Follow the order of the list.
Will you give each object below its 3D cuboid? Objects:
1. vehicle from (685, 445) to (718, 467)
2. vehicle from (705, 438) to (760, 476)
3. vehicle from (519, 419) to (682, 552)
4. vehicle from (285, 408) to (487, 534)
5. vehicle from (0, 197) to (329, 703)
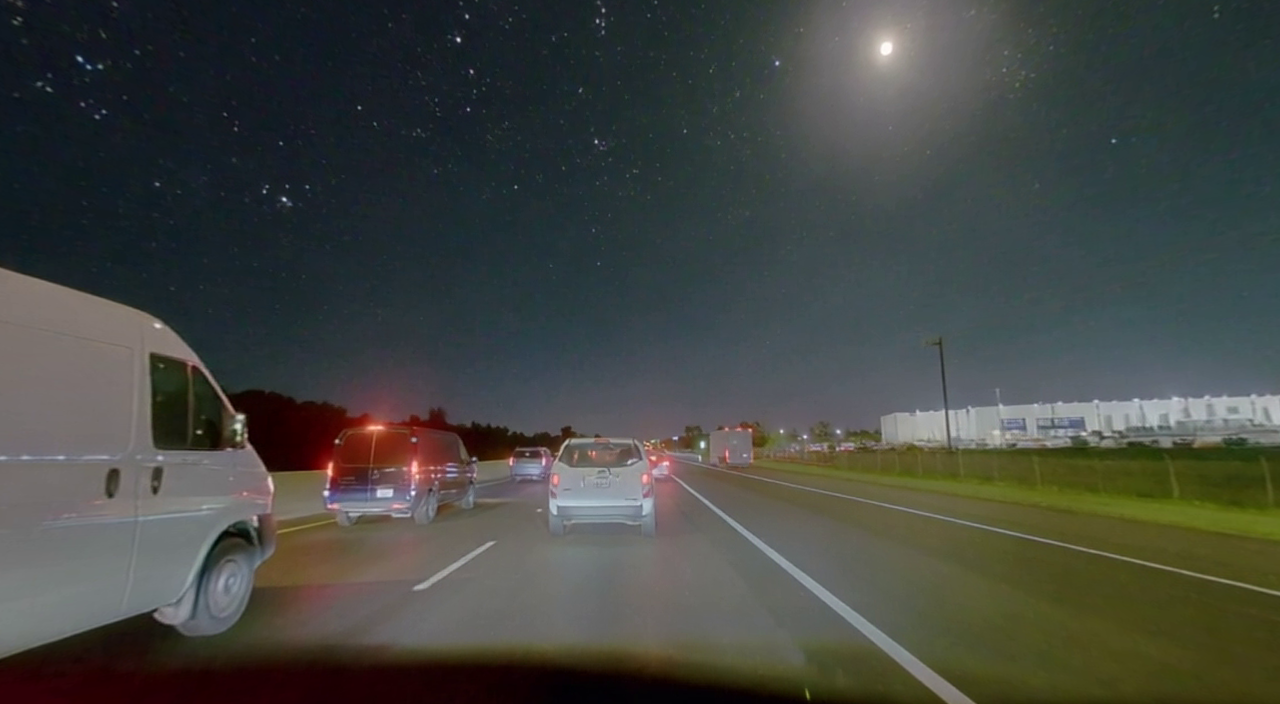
[{"bbox_3d":[4.306,7.361,44.745,1.874,1.512,3.723,0,-9,-1],"label":"vehicle"},{"bbox_3d":[4.501,5.201,31.319,2.003,1.754,4.134,0,-9,-1],"label":"vehicle"},{"bbox_3d":[-0.506,2.017,10.083,2.093,1.695,3.782,0,-9,0],"label":"vehicle"},{"bbox_3d":[-4.601,2.248,12.343,2.043,1.987,4.486,0,-9,0],"label":"vehicle"},{"bbox_3d":[-4.478,0.497,3.162,2.248,2.626,6.837,0,-9,0],"label":"vehicle"}]
